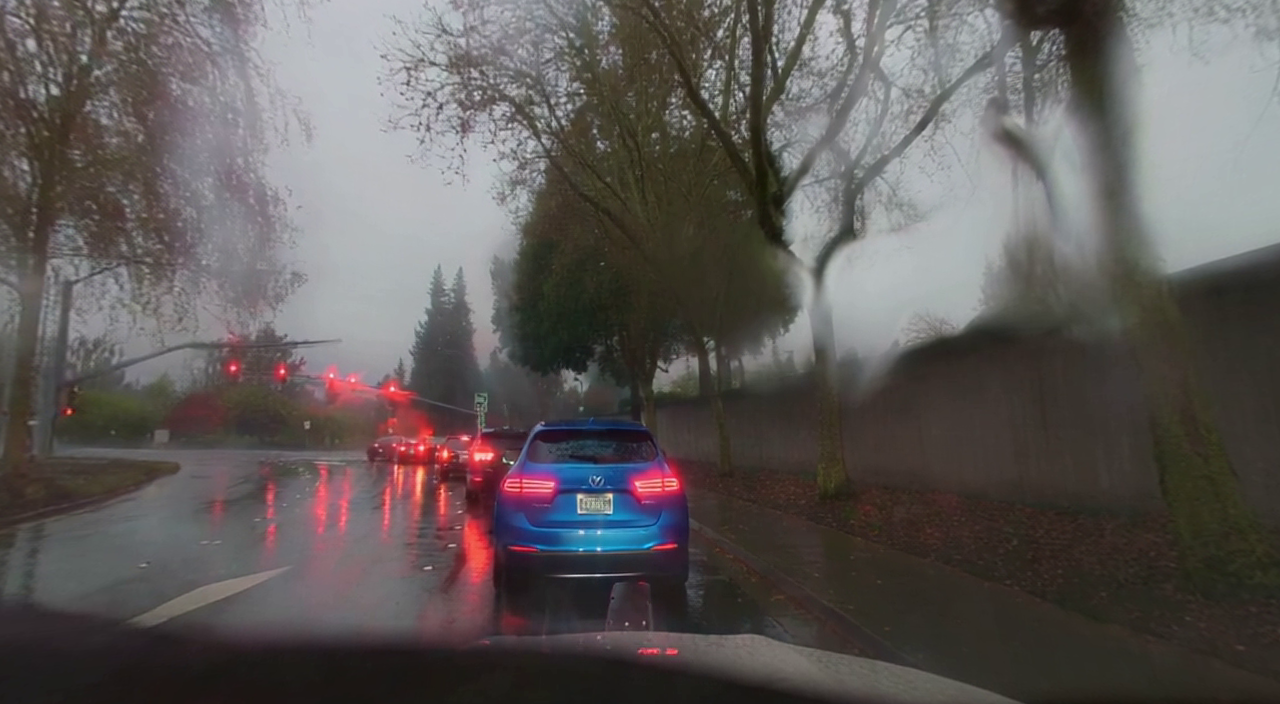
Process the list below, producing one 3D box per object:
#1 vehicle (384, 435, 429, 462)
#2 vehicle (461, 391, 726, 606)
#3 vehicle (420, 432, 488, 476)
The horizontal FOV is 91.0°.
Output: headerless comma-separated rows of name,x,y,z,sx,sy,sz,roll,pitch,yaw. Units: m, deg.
vehicle,-13.764,5.629,36.894,1.863,1.488,4.426,4,-9,-27
vehicle,-0.682,1.460,7.197,2.134,1.671,4.147,1,-8,-9
vehicle,-7.301,3.932,24.480,1.902,1.536,3.662,4,-9,-25
